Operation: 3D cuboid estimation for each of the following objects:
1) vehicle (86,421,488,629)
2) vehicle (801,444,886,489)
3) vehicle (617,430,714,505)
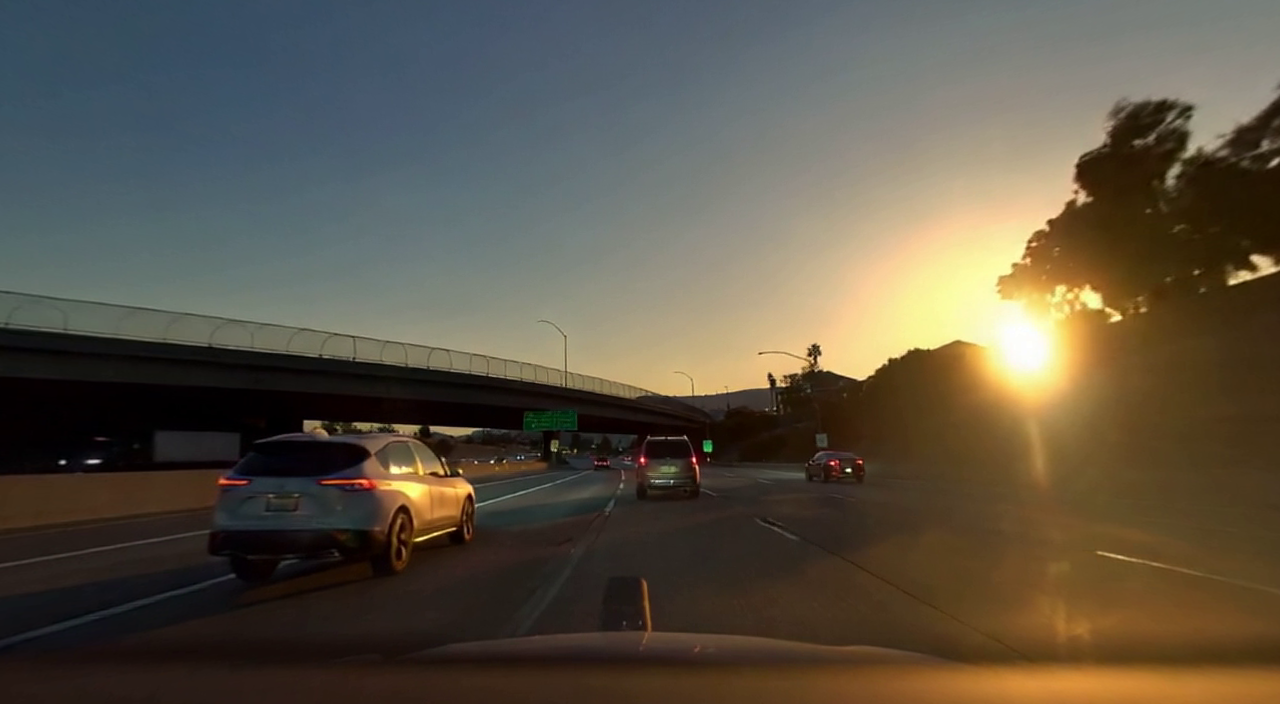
[{"bbox_3d":[-3.348,1.726,7.182,2.099,1.640,4.134,-1,-9,1],"label":"vehicle"},{"bbox_3d":[8.786,4.984,27.611,2.133,1.770,4.537,0,-9,-1],"label":"vehicle"},{"bbox_3d":[0.697,3.733,20.685,2.732,2.065,5.826,0,-9,0],"label":"vehicle"}]
